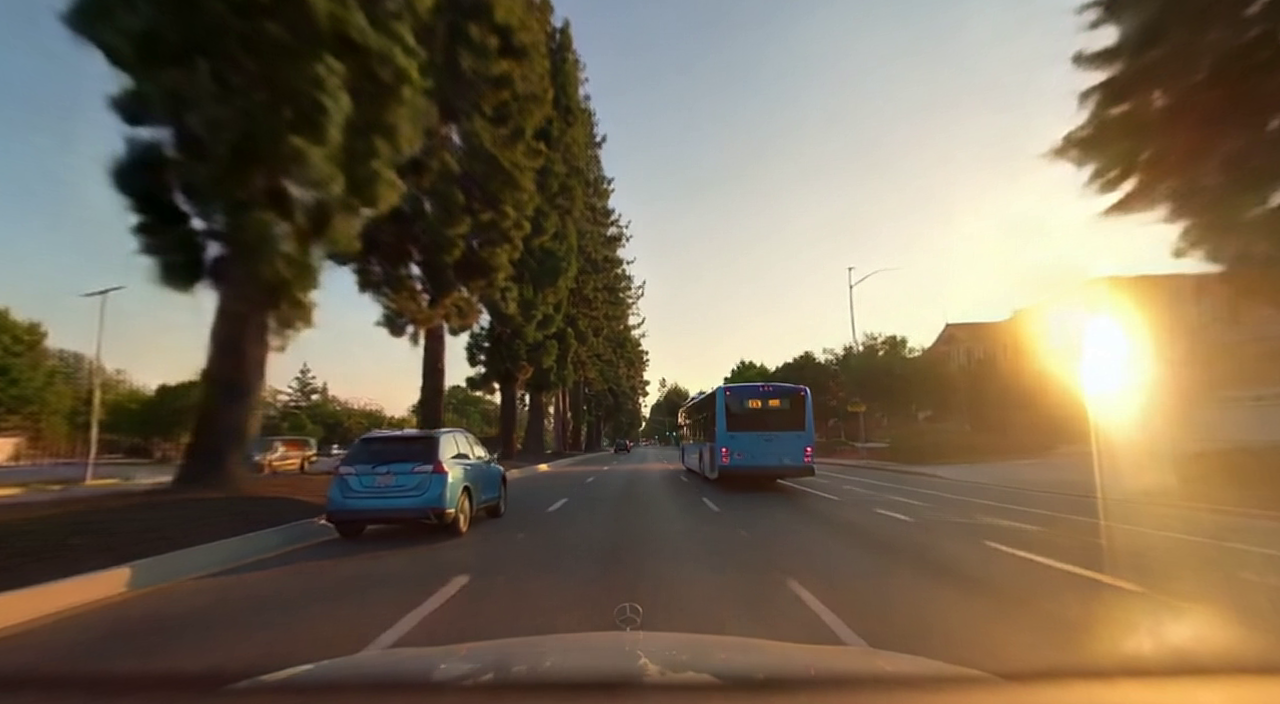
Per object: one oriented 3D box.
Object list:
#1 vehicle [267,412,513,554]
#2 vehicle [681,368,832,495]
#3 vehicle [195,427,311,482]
[{"bbox_3d":[-3.632,1.969,10.214,2.111,1.767,4.333,0,-8,1],"label":"vehicle"},{"bbox_3d":[3.449,2.958,22.764,3.072,3.278,12.747,1,-8,0],"label":"vehicle"},{"bbox_3d":[-22.199,5.876,36.461,2.593,2.836,6.122,0,-8,1],"label":"vehicle"}]
